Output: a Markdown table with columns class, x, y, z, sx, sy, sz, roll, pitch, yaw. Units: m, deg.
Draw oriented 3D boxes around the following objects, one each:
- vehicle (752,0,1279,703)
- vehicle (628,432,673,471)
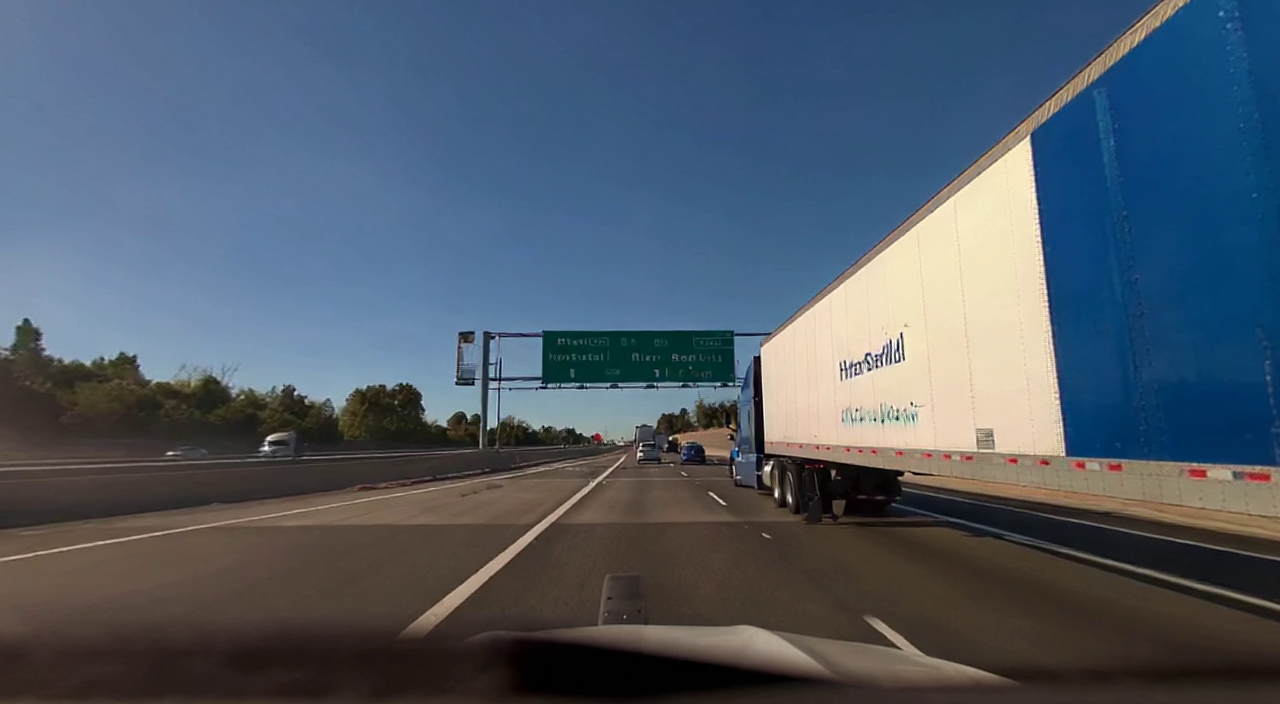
| class | x | y | z | sx | sy | sz | roll | pitch | yaw |
| --- | --- | --- | --- | --- | --- | --- | --- | --- | --- |
| vehicle | 4.141 | 0.337 | 7.005 | 3.019 | 4.145 | 16.453 | -1 | -8 | 1 |
| vehicle | 0.513 | 5.132 | 32.628 | 2.205 | 1.860 | 4.301 | 0 | -8 | 0 |
